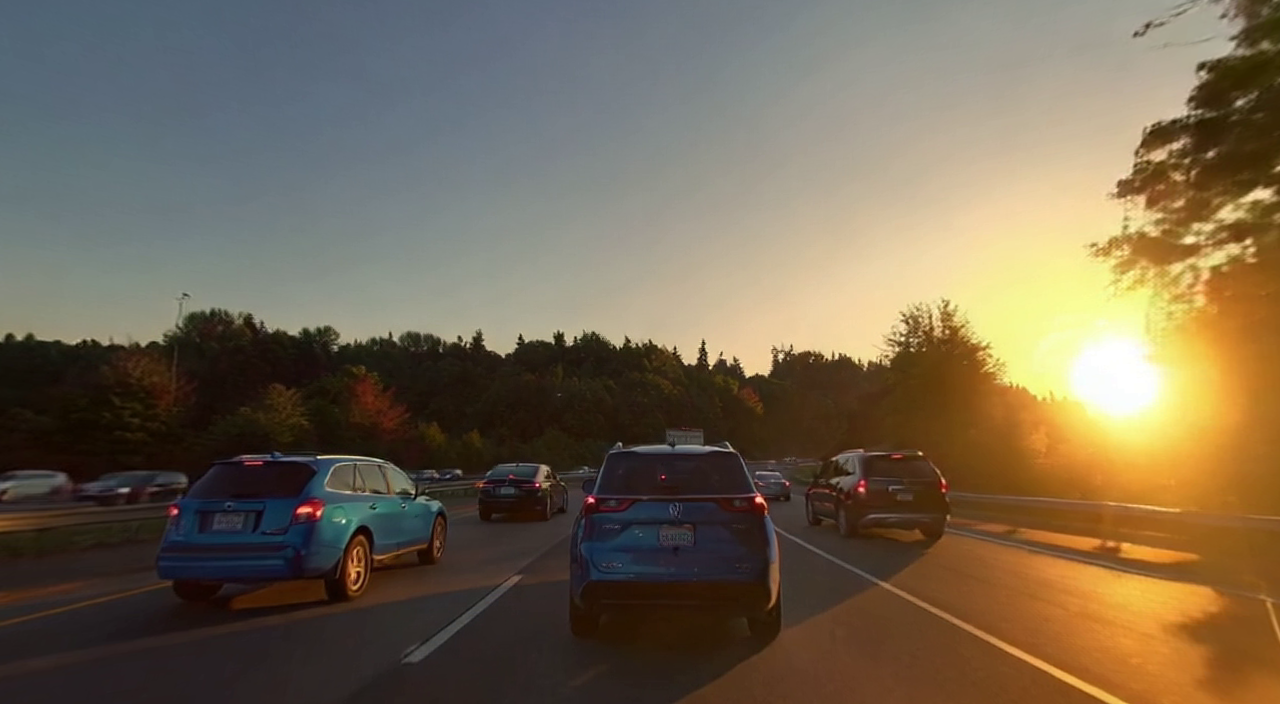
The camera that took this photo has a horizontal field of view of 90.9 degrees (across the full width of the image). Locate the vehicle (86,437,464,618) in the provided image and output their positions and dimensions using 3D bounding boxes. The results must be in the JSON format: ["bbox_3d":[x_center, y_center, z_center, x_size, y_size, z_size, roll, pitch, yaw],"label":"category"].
[{"bbox_3d":[-3.854,1.958,7.795,1.994,1.556,4.263,0,-11,1],"label":"vehicle"}]

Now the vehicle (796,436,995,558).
[{"bbox_3d":[4.569,2.691,12.136,1.984,1.876,4.287,1,-11,0],"label":"vehicle"}]

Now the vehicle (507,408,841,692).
[{"bbox_3d":[0.219,1.608,6.062,2.057,1.725,4.126,1,-11,0],"label":"vehicle"}]
